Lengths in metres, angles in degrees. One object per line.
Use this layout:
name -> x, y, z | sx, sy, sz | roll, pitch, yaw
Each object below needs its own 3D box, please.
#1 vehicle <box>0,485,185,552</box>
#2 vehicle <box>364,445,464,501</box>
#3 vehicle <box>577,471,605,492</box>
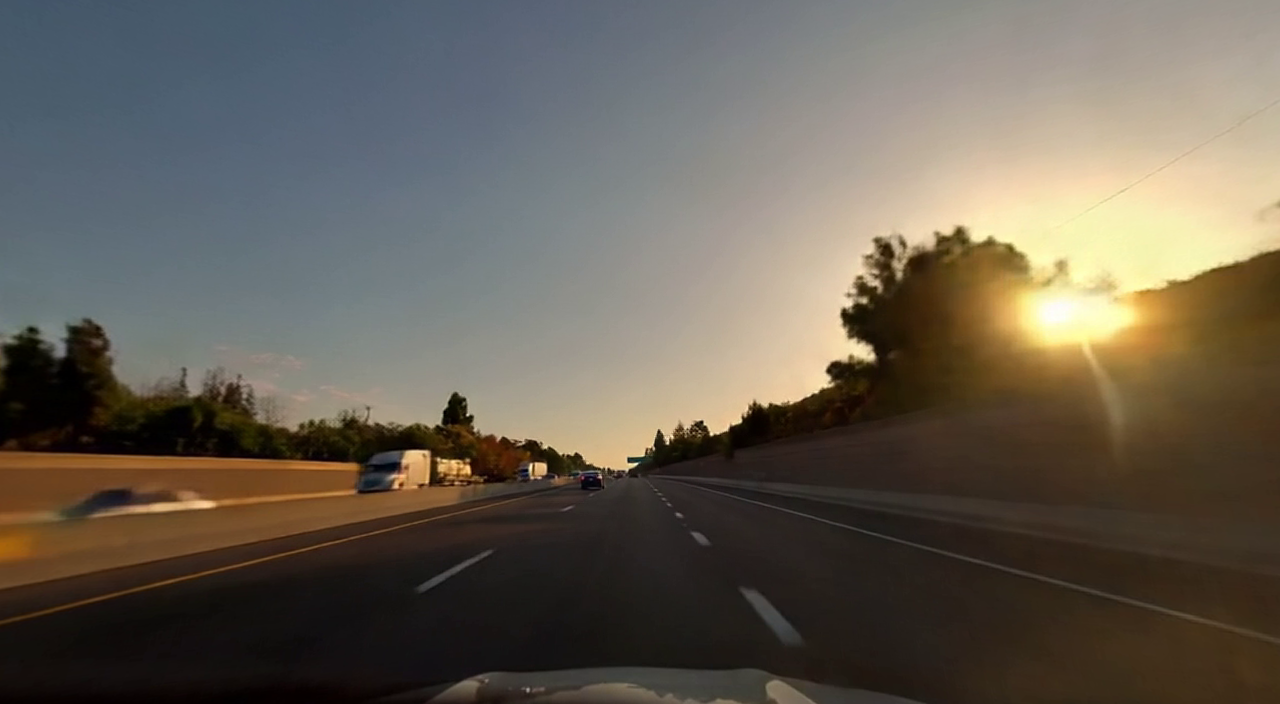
vehicle -> -15.372, 4.493, 17.491 | 2.025, 1.444, 4.483 | 1, -11, 1
vehicle -> -17.143, 9.416, 49.177 | 3.031, 3.715, 12.365 | 1, -11, 0
vehicle -> -3.701, 9.793, 47.768 | 1.863, 1.486, 3.852 | 1, -11, -1
